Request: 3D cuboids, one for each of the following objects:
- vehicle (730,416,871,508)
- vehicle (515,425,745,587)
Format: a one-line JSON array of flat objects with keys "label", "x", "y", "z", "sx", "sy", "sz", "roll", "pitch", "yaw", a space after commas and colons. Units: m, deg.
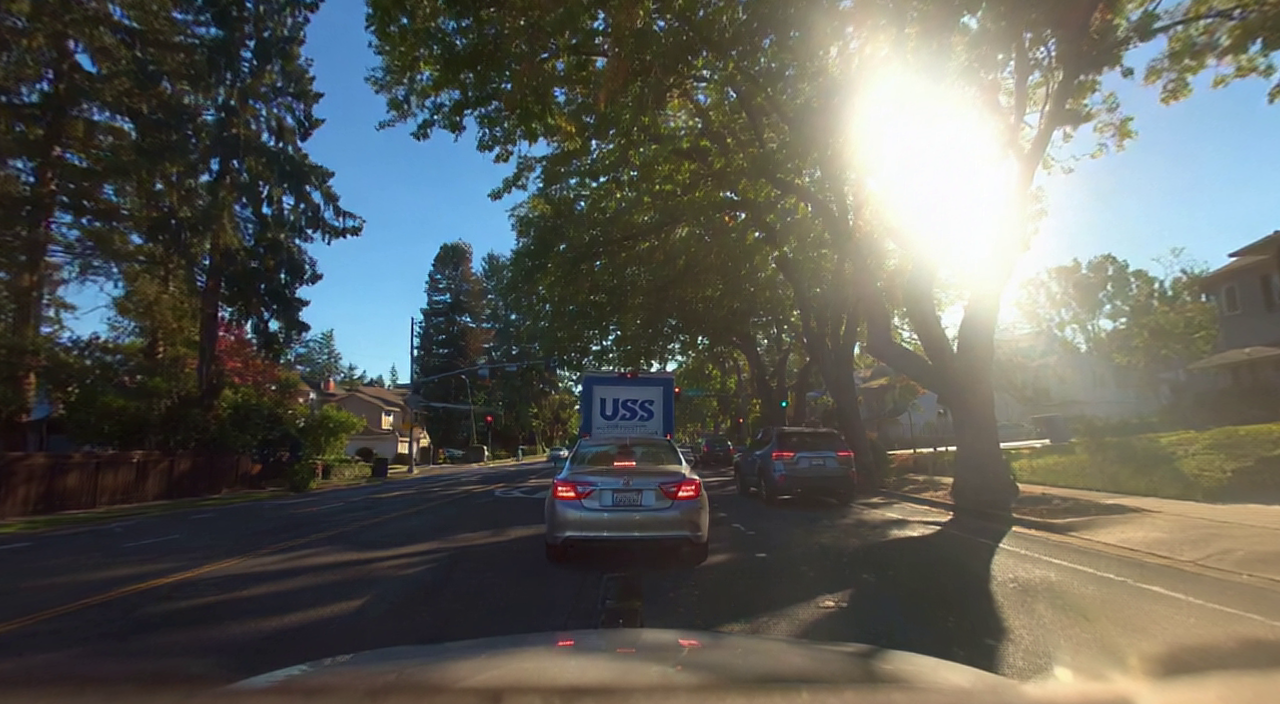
[{"label": "vehicle", "x": 3.604, "y": 2.585, "z": 15.226, "sx": 2.145, "sy": 1.847, "sz": 4.524, "roll": 0, "pitch": -8, "yaw": -1}, {"label": "vehicle", "x": -0.148, "y": 1.742, "z": 8.033, "sx": 2.135, "sy": 1.483, "sz": 4.207, "roll": 0, "pitch": -8, "yaw": -2}]
